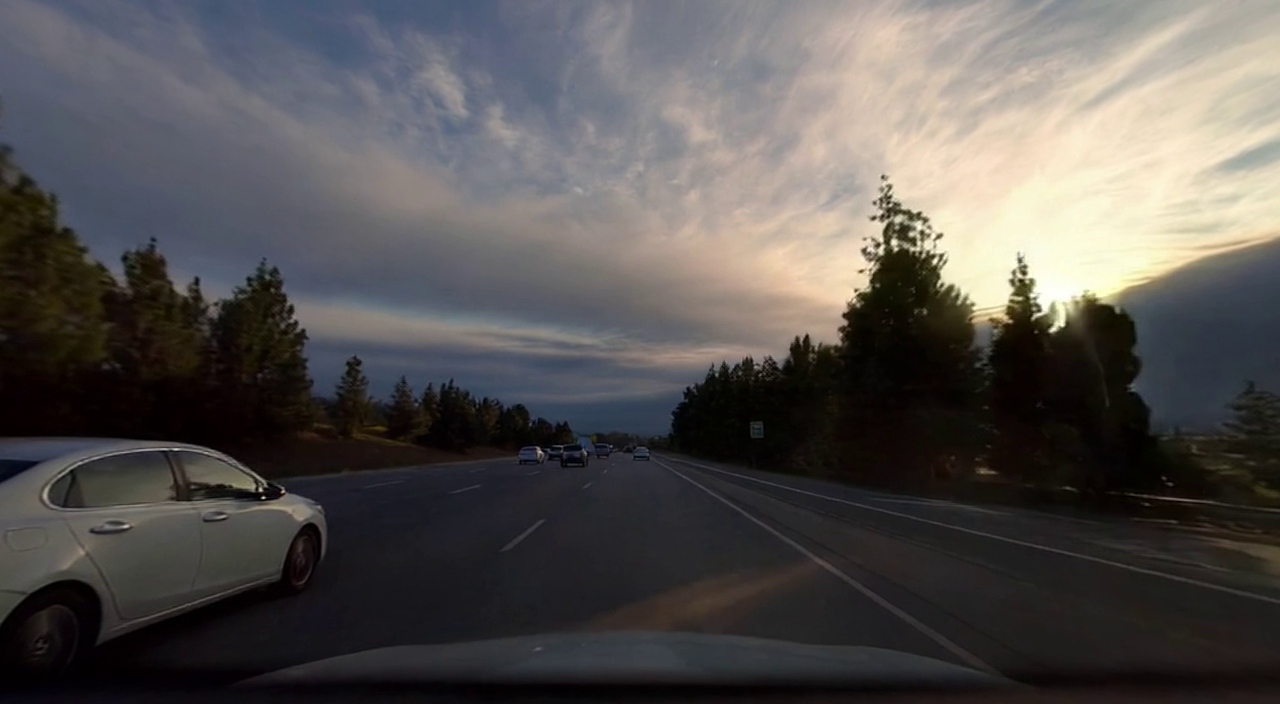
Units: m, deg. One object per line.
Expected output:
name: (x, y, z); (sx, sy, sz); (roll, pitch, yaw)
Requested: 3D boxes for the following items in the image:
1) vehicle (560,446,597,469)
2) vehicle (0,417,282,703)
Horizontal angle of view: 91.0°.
vehicle: (-4.230, 7.340, 43.920); (2.120, 1.458, 4.031); (0, -9, 0)
vehicle: (-4.172, 1.099, 3.276); (1.965, 1.485, 4.460); (0, -9, 0)
